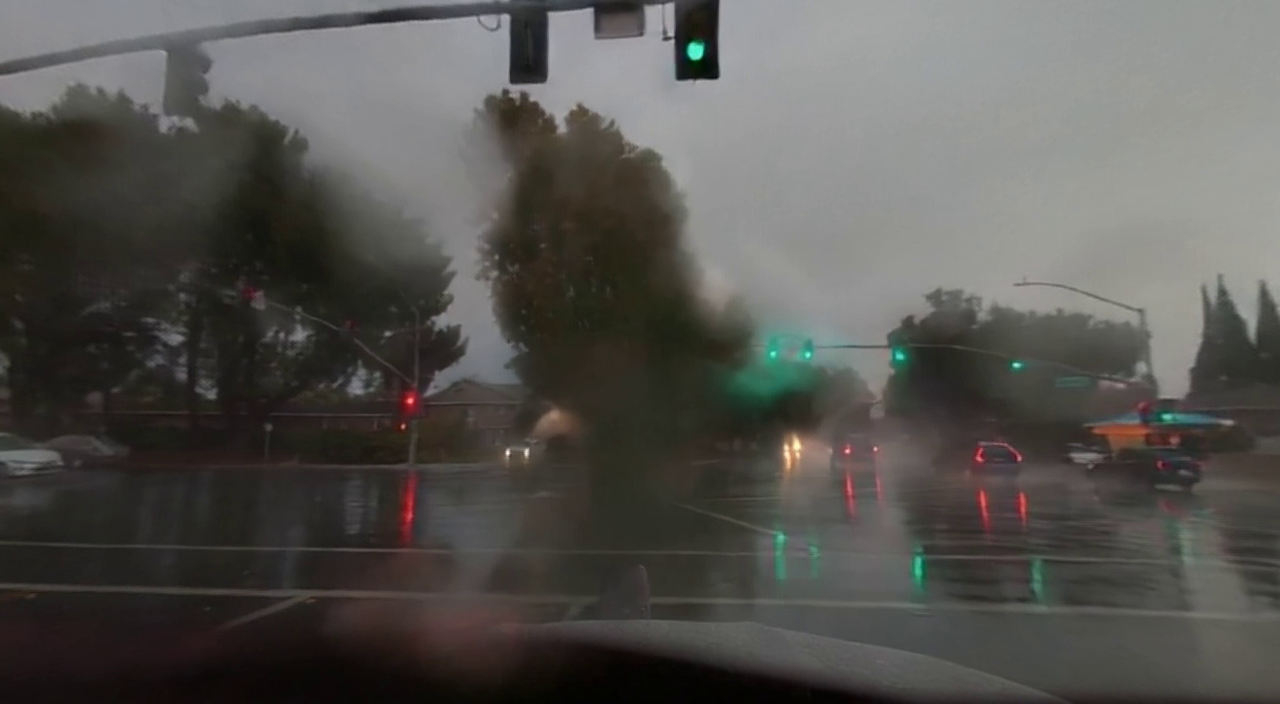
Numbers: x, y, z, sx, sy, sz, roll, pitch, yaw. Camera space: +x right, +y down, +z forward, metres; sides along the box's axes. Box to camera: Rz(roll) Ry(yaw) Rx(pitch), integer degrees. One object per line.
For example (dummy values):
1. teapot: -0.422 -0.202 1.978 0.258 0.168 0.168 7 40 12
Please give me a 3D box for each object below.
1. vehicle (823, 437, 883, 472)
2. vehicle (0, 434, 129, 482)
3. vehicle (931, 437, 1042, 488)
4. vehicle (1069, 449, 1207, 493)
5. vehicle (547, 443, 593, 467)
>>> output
1. vehicle: 11.854 5.744 35.444 2.239 1.812 4.812 -1 -9 7
2. vehicle: -23.937 4.255 25.439 4.911 1.801 2.129 -1 -9 7
3. vehicle: 13.397 4.289 24.785 2.120 1.767 4.856 -2 -9 8
4. vehicle: 20.632 4.914 26.482 2.053 1.589 5.137 -1 -9 7
5. vehicle: -4.685 7.015 42.889 2.039 1.519 4.356 -2 -9 8
